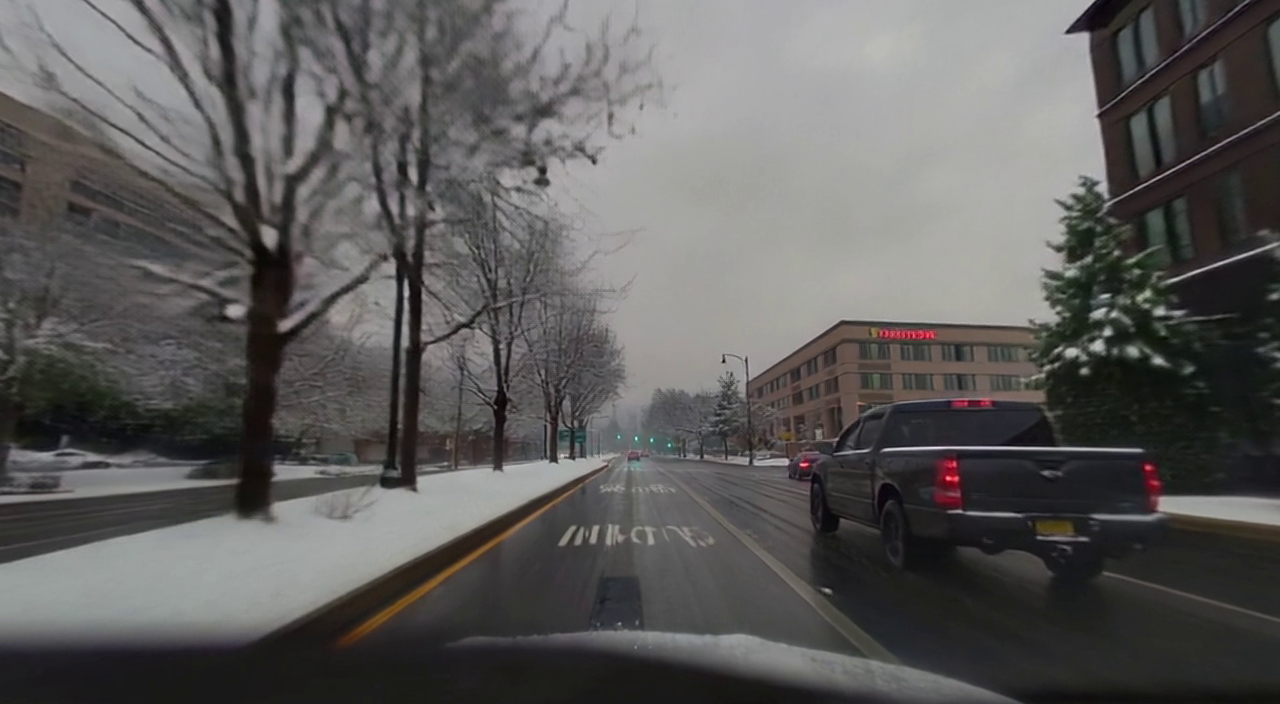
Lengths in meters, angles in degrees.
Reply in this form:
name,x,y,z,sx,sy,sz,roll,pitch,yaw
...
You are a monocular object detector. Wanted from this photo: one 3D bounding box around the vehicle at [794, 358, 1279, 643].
name,x,y,z,sx,sy,sz,roll,pitch,yaw
vehicle,3.686,1.407,7.053,2.505,1.971,5.162,0,-9,-1
